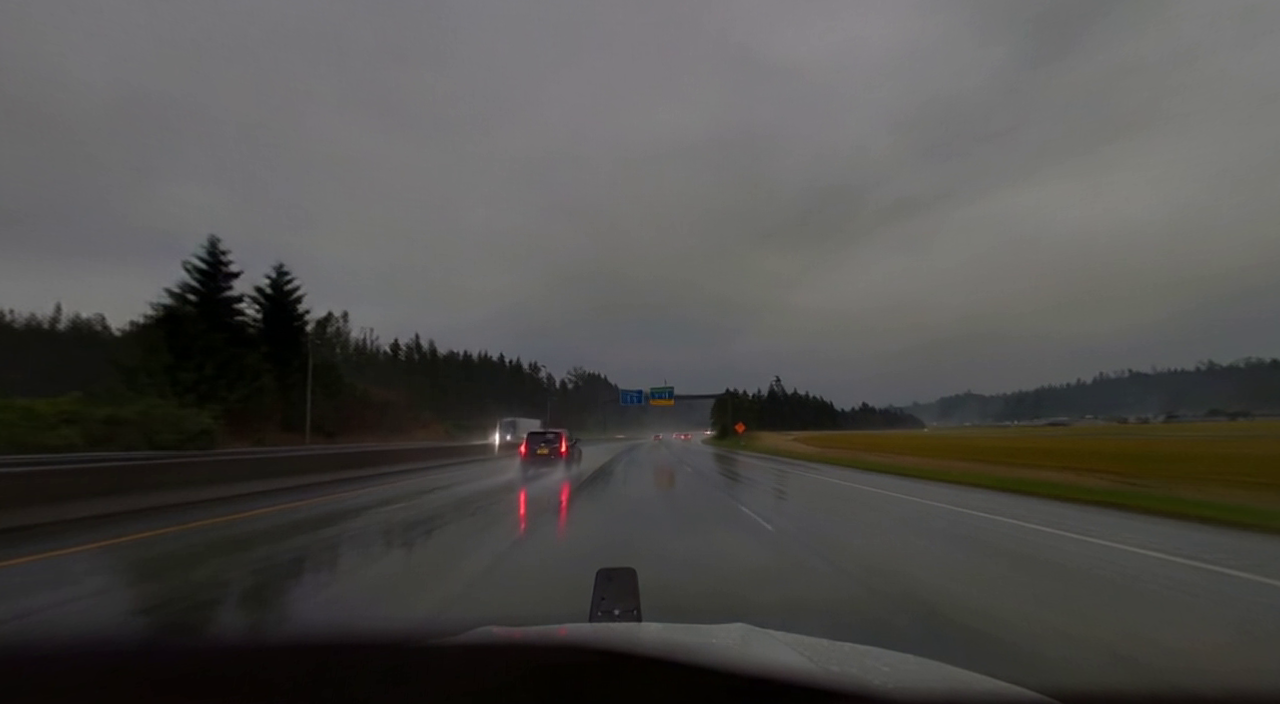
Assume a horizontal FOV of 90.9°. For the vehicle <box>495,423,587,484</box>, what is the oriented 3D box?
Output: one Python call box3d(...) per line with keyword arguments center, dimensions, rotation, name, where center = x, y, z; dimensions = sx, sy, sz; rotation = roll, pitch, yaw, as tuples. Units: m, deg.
box3d(center=(-2.859, 3.036, 19.227), dimensions=(2.084, 1.654, 4.080), rotation=(0, -8, 1), name="vehicle")
